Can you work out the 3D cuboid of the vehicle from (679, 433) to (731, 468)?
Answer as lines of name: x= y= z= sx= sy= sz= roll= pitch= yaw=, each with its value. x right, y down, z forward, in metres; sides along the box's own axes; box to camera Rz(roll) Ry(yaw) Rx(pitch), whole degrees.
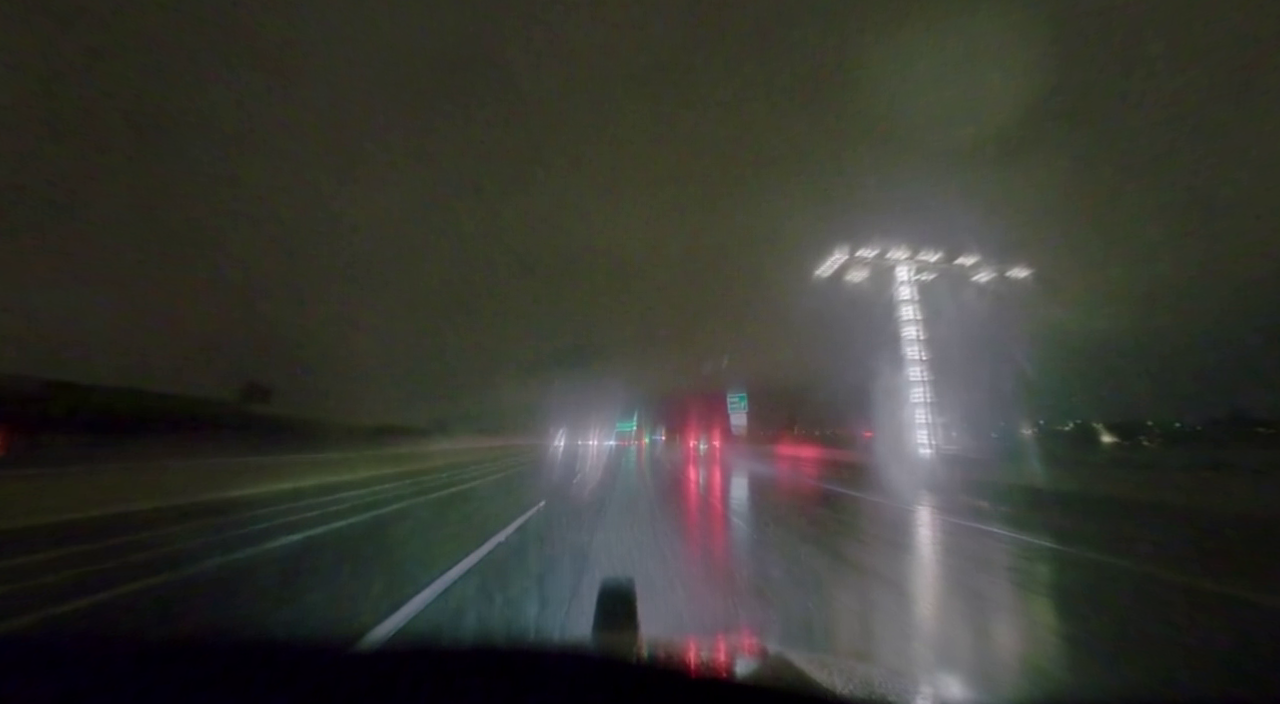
vehicle: x=2.953 y=4.557 z=29.309 sx=1.946 sy=1.481 sz=3.969 roll=0 pitch=-8 yaw=-1
